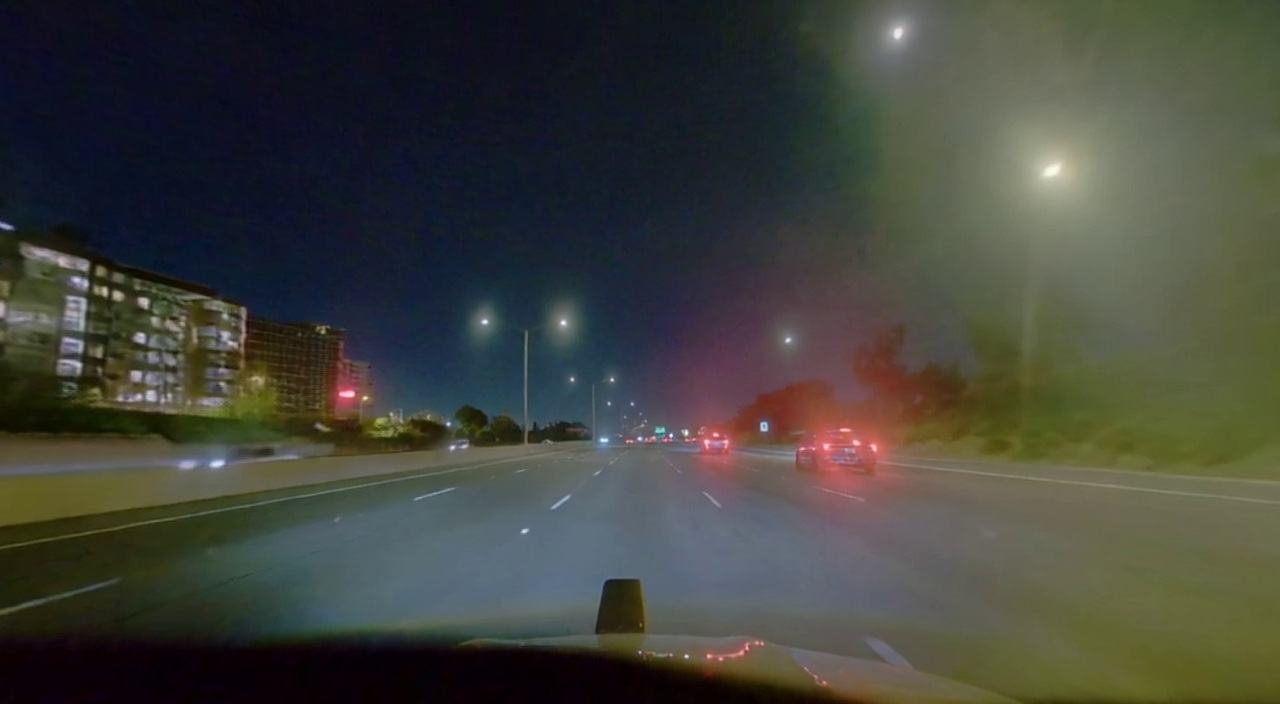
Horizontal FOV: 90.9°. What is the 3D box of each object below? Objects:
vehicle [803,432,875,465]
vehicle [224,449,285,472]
[{"bbox_3d":[9.859,4.831,31.638,2.000,1.514,4.585,0,-8,-1],"label":"vehicle"},{"bbox_3d":[-27.344,7.669,44.901,1.860,1.504,3.903,0,-8,0],"label":"vehicle"}]
